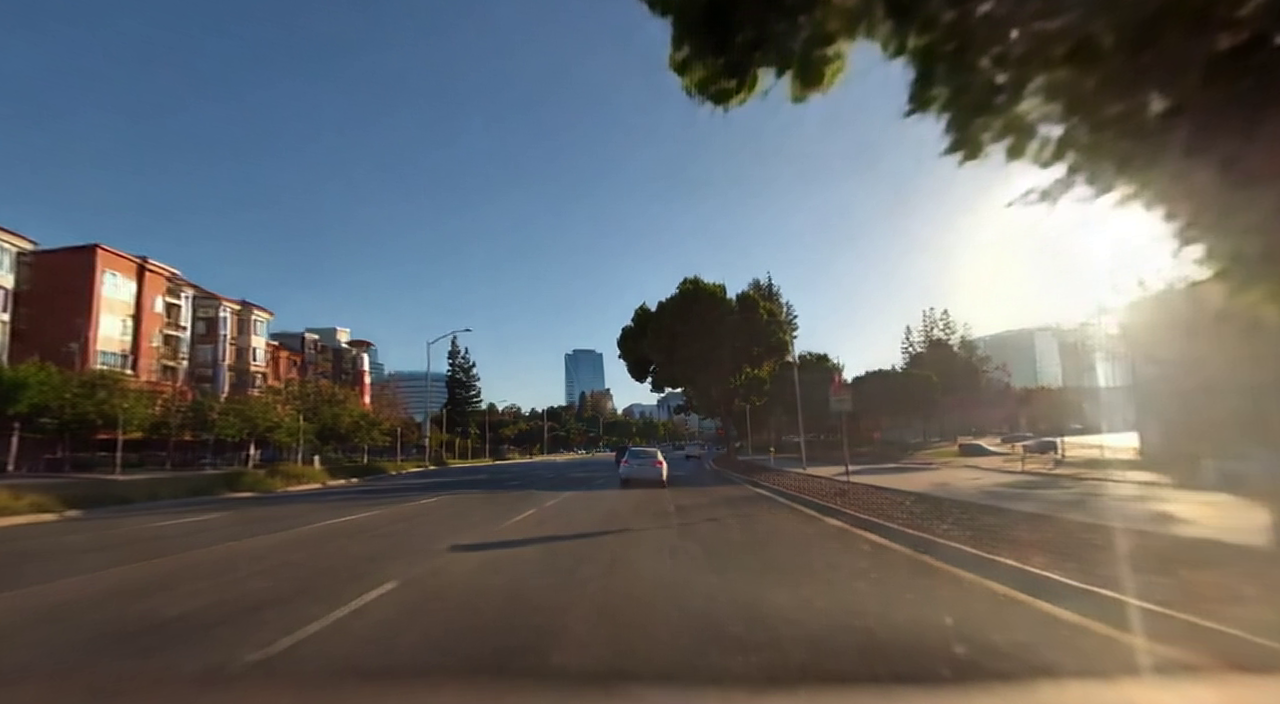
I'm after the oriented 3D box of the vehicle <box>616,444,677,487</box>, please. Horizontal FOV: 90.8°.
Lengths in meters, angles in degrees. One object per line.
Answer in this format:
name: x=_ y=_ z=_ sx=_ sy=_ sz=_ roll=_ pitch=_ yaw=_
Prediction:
vehicle: x=0.298 y=4.323 z=24.377 sx=2.133 sy=1.481 sz=4.276 roll=0 pitch=-9 yaw=2
